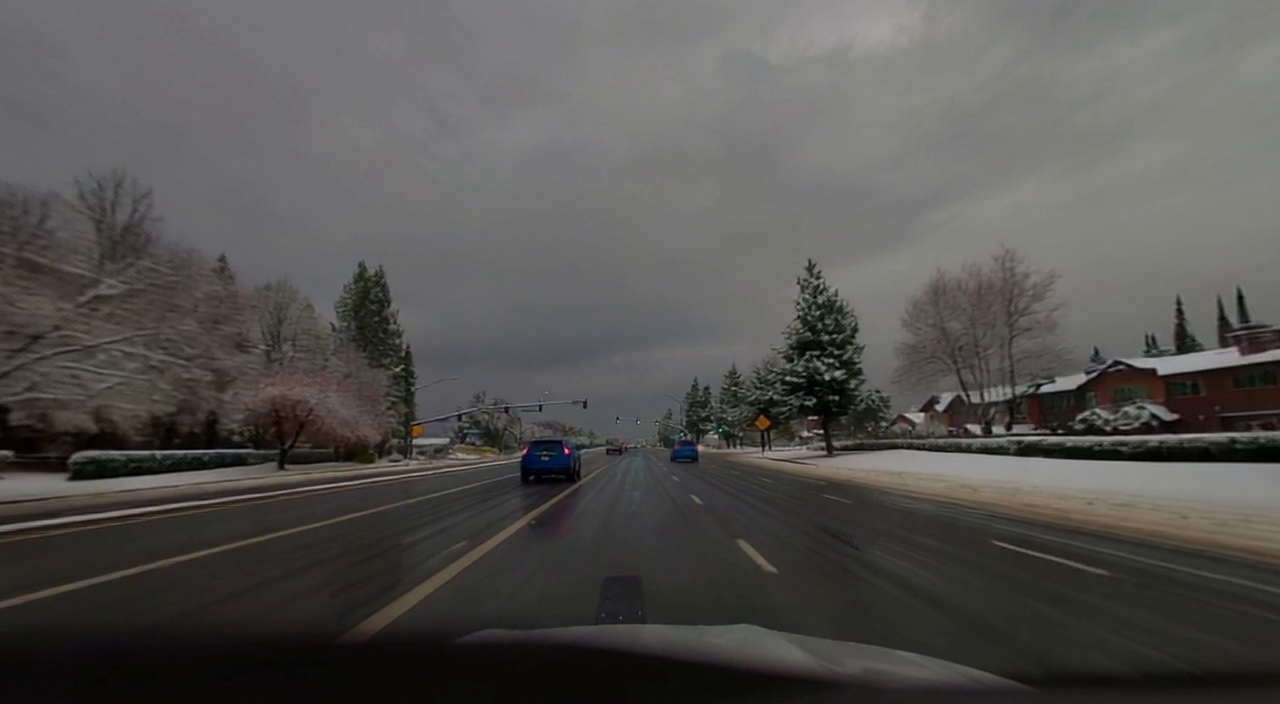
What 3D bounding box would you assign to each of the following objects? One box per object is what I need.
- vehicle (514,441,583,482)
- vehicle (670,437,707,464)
[{"bbox_3d":[-3.579,4.365,25.514,2.112,1.471,4.212,0,-8,1],"label":"vehicle"},{"bbox_3d":[3.222,6.646,42.562,2.072,1.696,4.177,0,-8,-1],"label":"vehicle"}]
